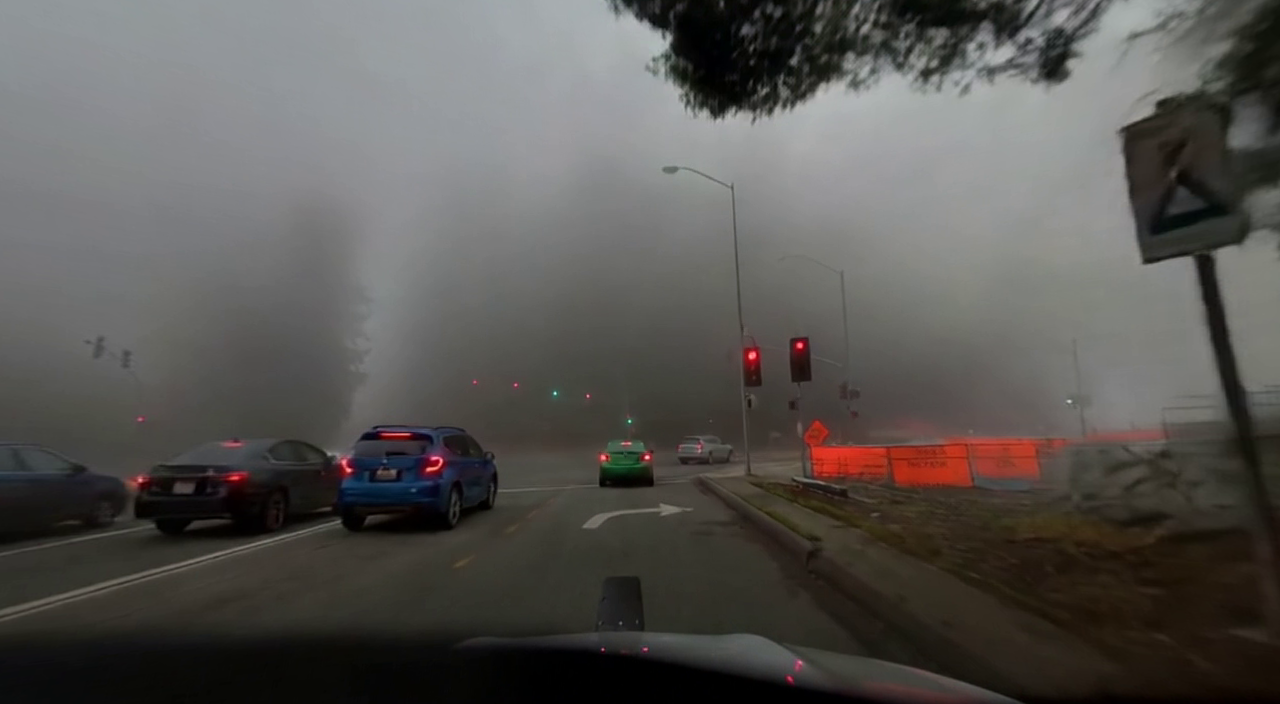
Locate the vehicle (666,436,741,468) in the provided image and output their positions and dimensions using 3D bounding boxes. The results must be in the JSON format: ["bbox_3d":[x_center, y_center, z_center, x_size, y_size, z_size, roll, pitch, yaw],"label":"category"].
[{"bbox_3d":[3.266,5.038,31.963,1.873,1.477,4.467,-6,-10,33],"label":"vehicle"}]

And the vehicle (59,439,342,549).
[{"bbox_3d":[-7.387,2.387,11.348,1.931,1.559,4.355,0,-9,0],"label":"vehicle"}]

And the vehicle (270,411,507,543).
[{"bbox_3d":[-4.097,2.148,11.524,2.240,1.844,5.043,0,-9,0],"label":"vehicle"}]

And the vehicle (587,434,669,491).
[{"bbox_3d":[-0.249,3.291,19.076,2.183,1.506,4.286,-1,-9,2],"label":"vehicle"}]
